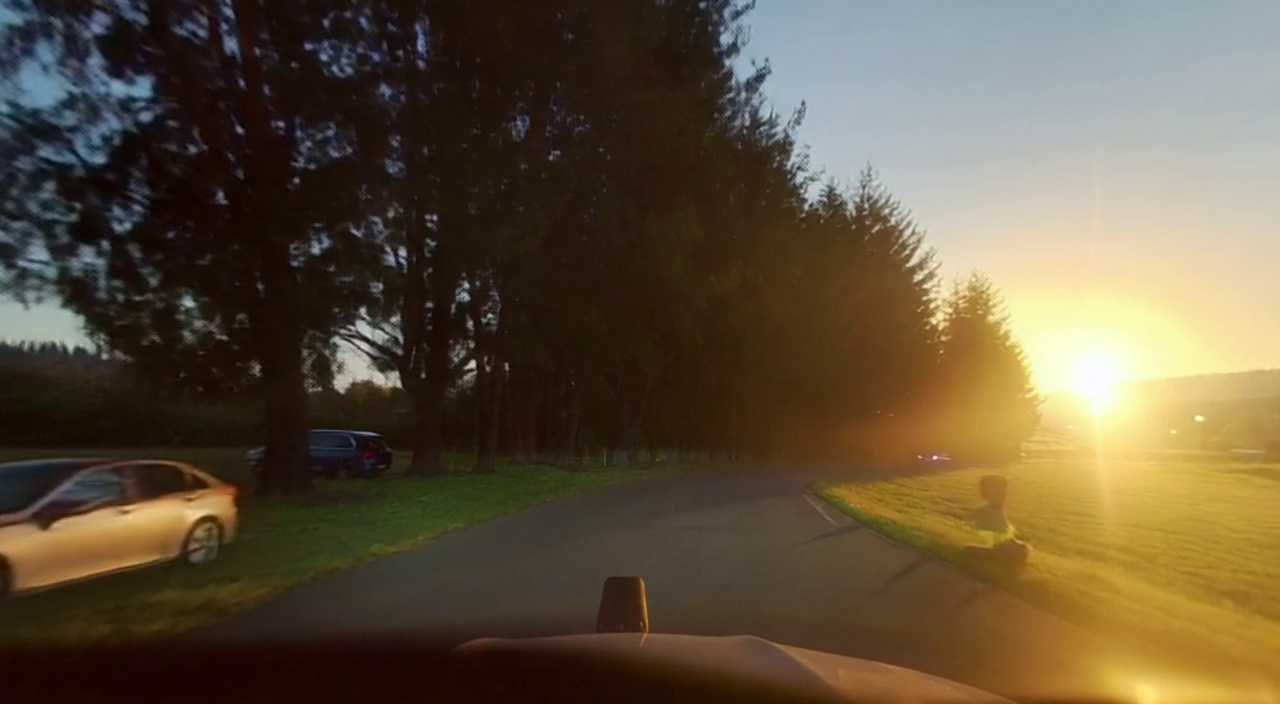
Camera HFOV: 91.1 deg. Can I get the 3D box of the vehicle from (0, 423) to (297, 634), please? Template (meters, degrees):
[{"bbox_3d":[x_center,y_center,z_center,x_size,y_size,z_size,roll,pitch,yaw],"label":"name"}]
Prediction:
[{"bbox_3d":[-5.740,1.537,6.009,2.166,1.512,4.822,0,-10,0],"label":"vehicle"}]

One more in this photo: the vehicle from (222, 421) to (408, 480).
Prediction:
[{"bbox_3d":[-9.597,2.932,18.742,4.594,1.607,1.873,-1,-9,8],"label":"vehicle"}]
